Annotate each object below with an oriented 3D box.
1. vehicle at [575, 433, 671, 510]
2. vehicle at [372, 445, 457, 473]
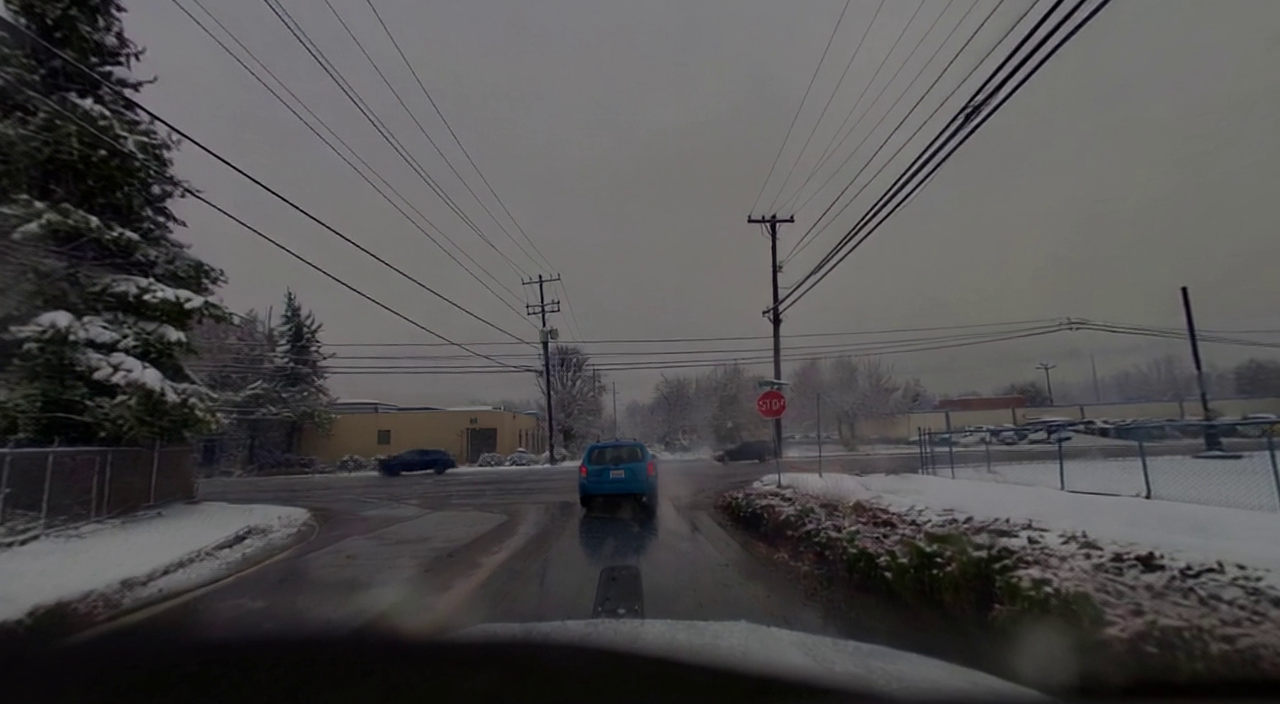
[{"bbox_3d":[-0.504,2.986,16.311,2.137,1.698,4.166,0,-8,-4],"label":"vehicle"},{"bbox_3d":[-13.975,6.645,39.353,4.667,1.614,1.820,1,-8,-8],"label":"vehicle"}]
